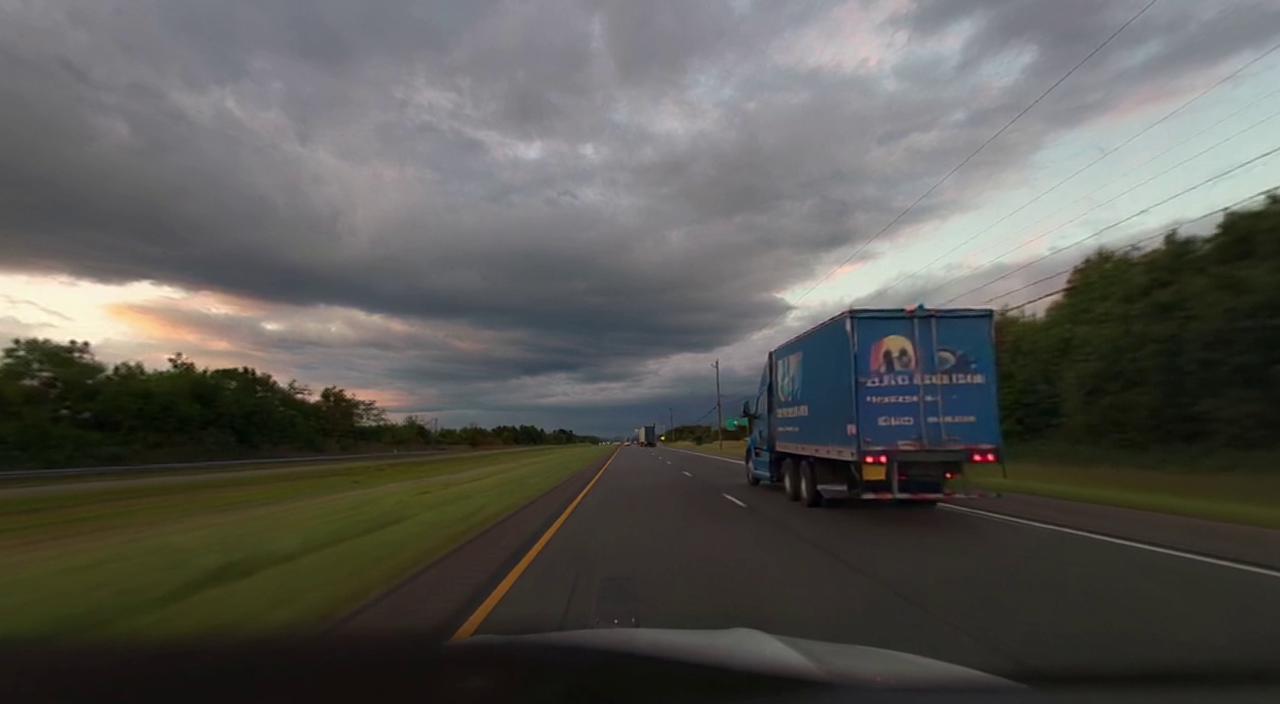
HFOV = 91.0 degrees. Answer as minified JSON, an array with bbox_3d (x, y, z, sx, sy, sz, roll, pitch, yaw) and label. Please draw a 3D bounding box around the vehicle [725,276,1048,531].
[{"bbox_3d":[4.134,1.333,13.649,3.037,3.672,9.136,0,-8,-2],"label":"vehicle"}]
